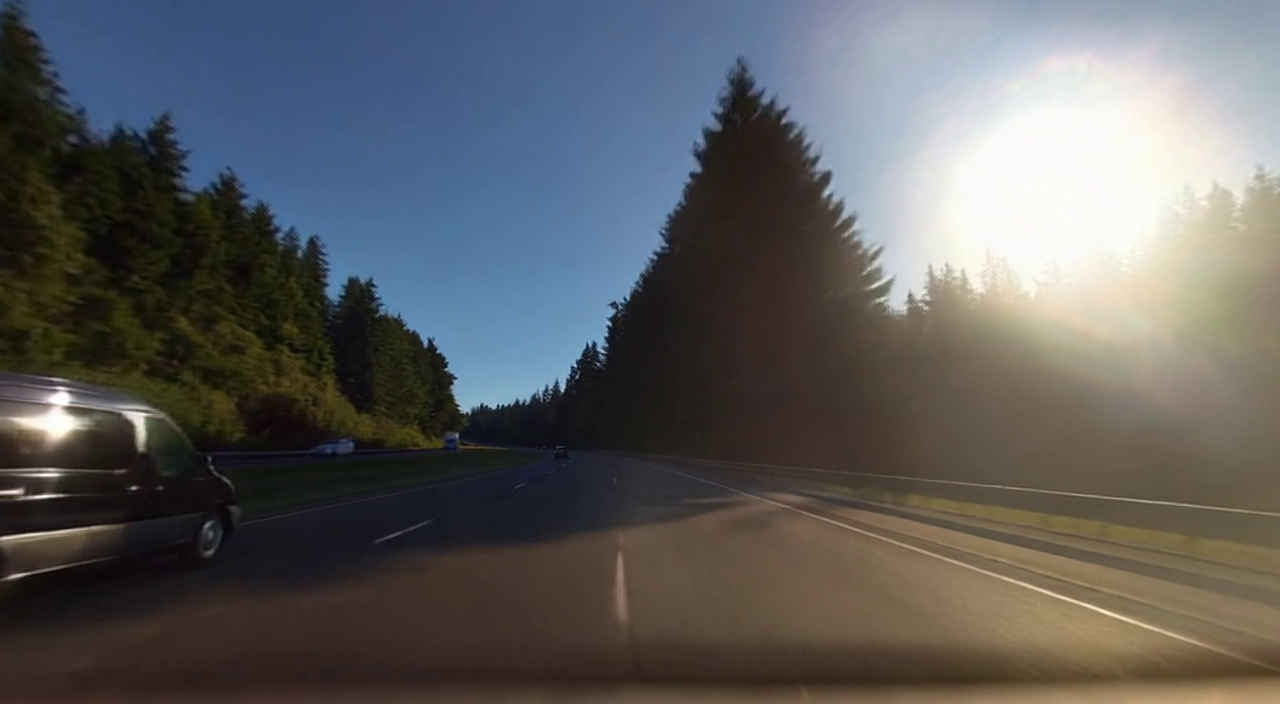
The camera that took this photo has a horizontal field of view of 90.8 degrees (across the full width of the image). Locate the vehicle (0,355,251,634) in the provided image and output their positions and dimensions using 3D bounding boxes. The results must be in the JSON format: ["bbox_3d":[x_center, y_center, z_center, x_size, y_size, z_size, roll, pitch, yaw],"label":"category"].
[{"bbox_3d":[-5.837,1.142,5.191,2.197,2.038,4.919,0,-9,-2],"label":"vehicle"}]

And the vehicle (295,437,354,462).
[{"bbox_3d":[-24.031,7.445,48.237,2.137,1.785,5.001,0,-9,-4],"label":"vehicle"}]
